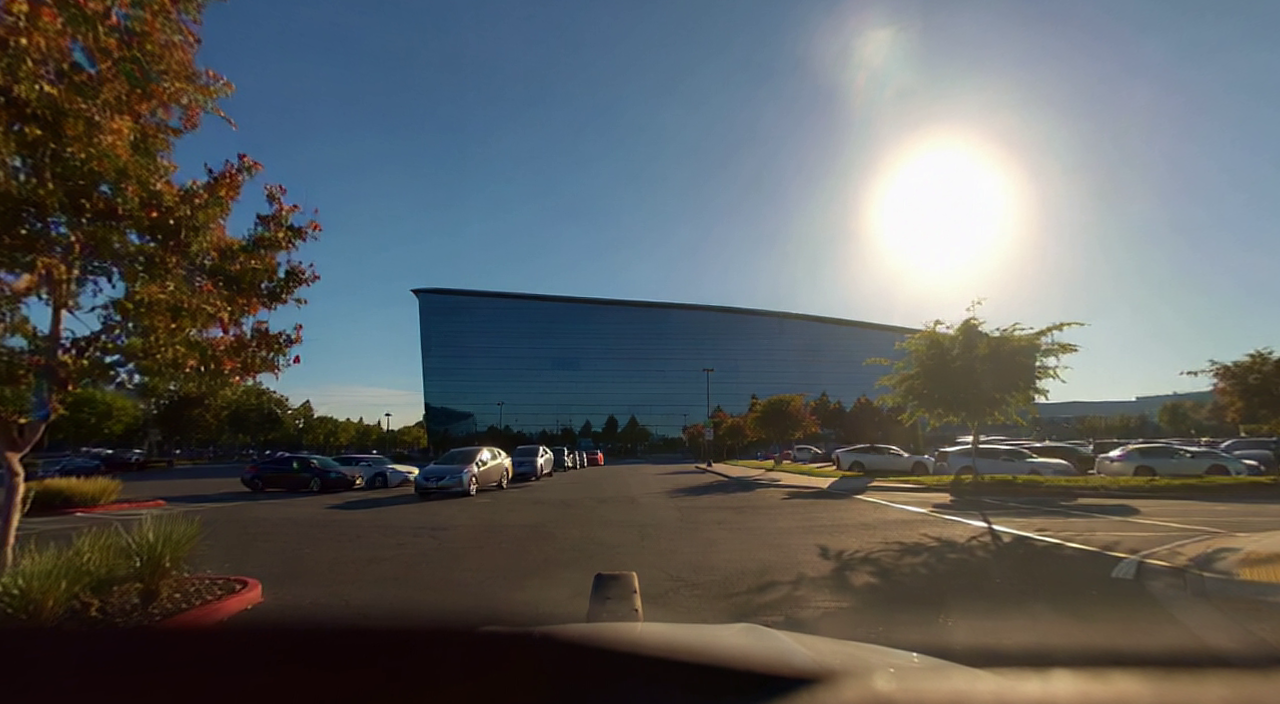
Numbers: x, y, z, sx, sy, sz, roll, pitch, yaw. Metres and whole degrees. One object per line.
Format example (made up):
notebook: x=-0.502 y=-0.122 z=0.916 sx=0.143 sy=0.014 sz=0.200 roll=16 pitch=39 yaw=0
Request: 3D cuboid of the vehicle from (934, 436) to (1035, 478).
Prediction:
vehicle: x=16.473 y=5.033 z=30.551 sx=2.048 sy=1.852 sz=4.998 roll=0 pitch=-8 yaw=0

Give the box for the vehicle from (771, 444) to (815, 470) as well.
vehicle: x=10.520 y=7.215 z=43.694 sx=1.936 sy=1.673 sz=4.305 roll=0 pitch=-8 yaw=0

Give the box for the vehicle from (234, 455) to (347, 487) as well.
vehicle: x=-16.725 y=5.695 z=30.360 sx=4.331 sy=1.437 sz=1.876 roll=0 pitch=-8 yaw=2

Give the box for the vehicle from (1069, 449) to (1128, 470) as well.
vehicle: x=31.302 y=7.313 z=43.259 sx=1.519 sy=1.371 sz=3.278 roll=0 pitch=-8 yaw=0

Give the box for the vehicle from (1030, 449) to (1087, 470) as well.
vehicle: x=28.324 y=7.271 z=42.857 sx=1.495 sy=1.371 sz=3.336 roll=0 pitch=-9 yaw=-2

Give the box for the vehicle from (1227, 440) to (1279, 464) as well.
vehicle: x=43.045 y=6.827 z=43.080 sx=1.758 sy=1.572 sz=4.421 roll=0 pitch=-8 yaw=1

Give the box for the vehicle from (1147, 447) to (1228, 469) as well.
vehicle: x=37.004 y=7.140 z=42.843 sx=1.678 sy=1.423 sz=4.191 roll=0 pitch=-8 yaw=-1

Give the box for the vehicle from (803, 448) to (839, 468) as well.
vehicle: x=14.178 y=8.299 z=49.638 sx=1.935 sy=1.477 sz=3.719 roll=0 pitch=-8 yaw=3

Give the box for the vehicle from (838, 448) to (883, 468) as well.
vehicle: x=17.049 y=8.216 z=49.060 sx=1.971 sy=1.478 sz=4.477 roll=0 pitch=-8 yaw=1

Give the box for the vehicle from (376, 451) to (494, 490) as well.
vehicle: x=-8.708 y=4.972 z=26.900 sx=4.442 sy=1.504 sz=1.809 roll=5 pitch=-10 yaw=-28

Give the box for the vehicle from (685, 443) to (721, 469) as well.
vehicle: x=4.612 y=7.736 z=47.240 sx=2.262 sy=1.794 sz=5.331 roll=0 pitch=-8 yaw=1
